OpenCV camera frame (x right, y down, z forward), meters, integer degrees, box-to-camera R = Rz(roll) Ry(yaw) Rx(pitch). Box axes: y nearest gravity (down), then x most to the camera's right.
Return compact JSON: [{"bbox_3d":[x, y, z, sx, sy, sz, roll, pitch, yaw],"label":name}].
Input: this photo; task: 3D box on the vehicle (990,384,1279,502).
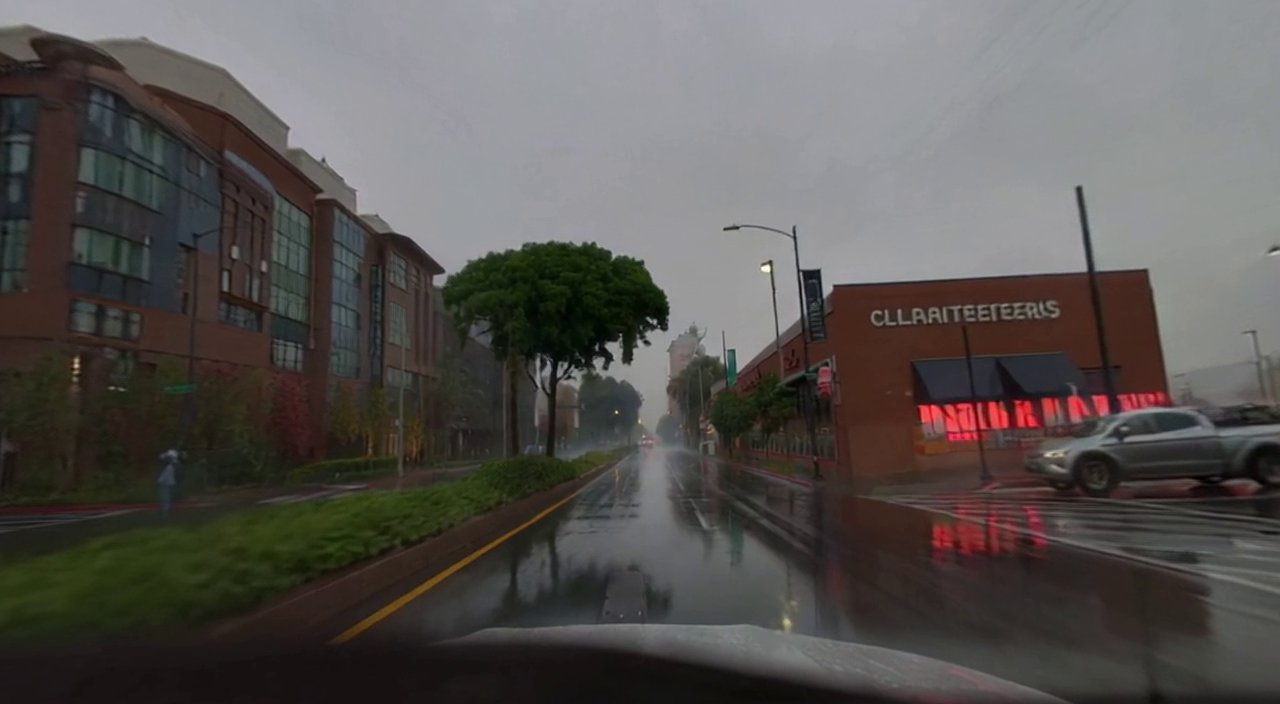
[{"bbox_3d":[9.201,1.602,11.171,4.694,1.826,2.226,-2,-8,11],"label":"vehicle"}]
